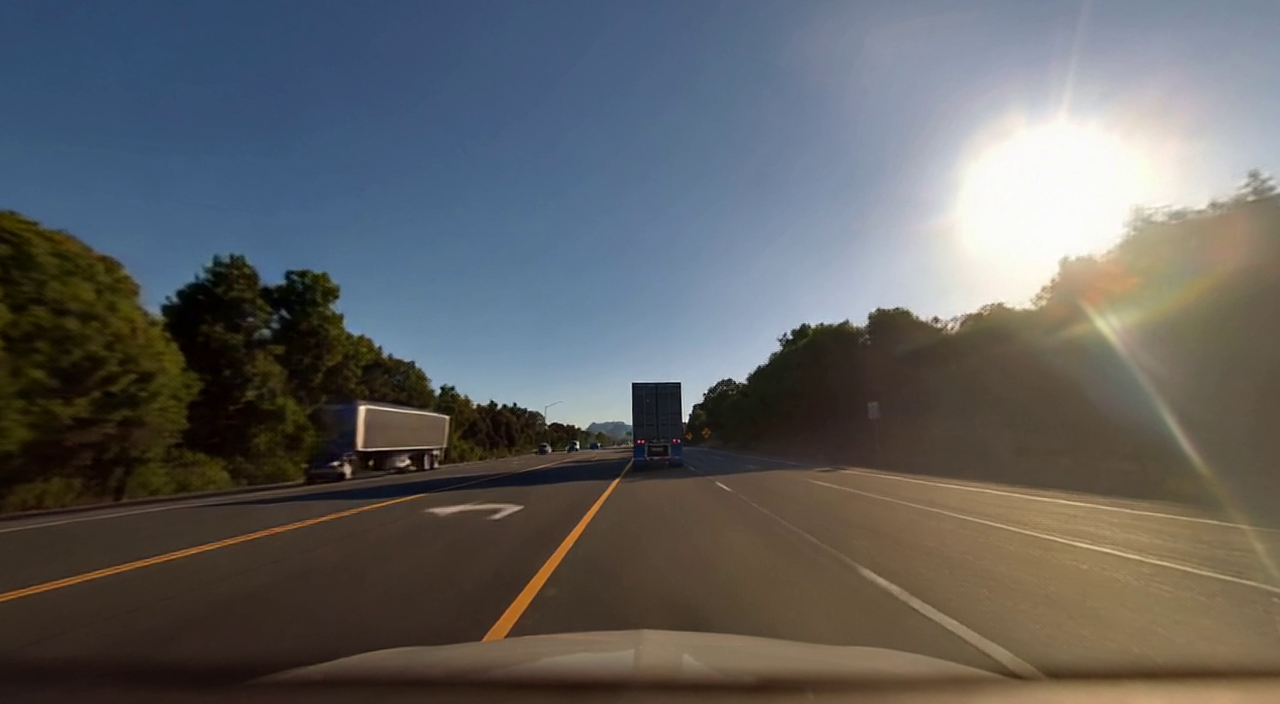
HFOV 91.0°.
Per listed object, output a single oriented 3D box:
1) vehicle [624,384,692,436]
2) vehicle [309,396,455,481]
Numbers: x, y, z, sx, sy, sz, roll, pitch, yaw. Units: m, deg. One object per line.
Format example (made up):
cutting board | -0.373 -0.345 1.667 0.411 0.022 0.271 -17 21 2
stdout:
vehicle | 0.599 2.462 25.707 2.509 1.890 4.732 0 -8 -1
vehicle | -14.702 5.249 37.817 2.723 4.121 14.048 0 -8 0
